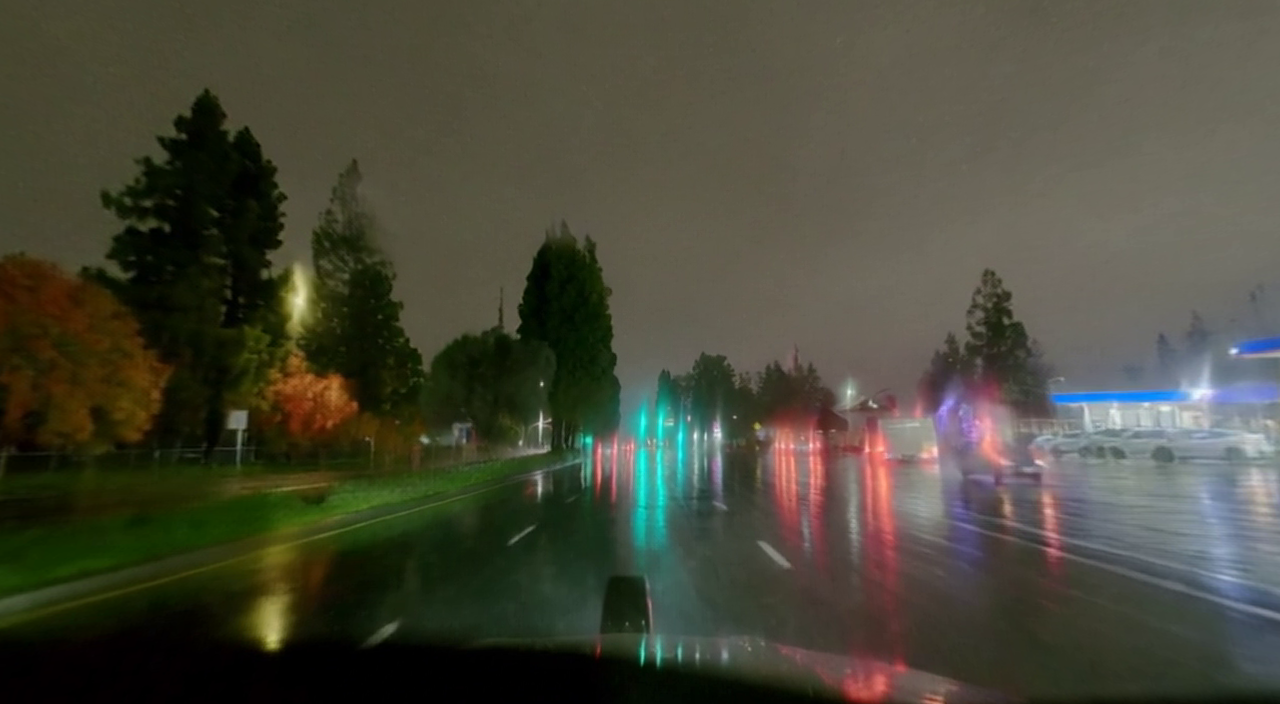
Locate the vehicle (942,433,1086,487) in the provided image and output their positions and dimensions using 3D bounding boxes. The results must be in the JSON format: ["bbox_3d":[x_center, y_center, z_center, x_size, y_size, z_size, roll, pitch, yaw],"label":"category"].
[{"bbox_3d":[11.682,3.385,20.117,1.967,1.500,4.353,-1,-8,1],"label":"vehicle"}]

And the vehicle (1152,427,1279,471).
[{"bbox_3d":[21.348,3.541,23.265,4.674,1.471,1.954,4,-9,-28],"label":"vehicle"}]

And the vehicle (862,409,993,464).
[{"bbox_3d":[15.211,4.504,33.638,5.820,2.752,2.234,0,-8,-1],"label":"vehicle"}]
